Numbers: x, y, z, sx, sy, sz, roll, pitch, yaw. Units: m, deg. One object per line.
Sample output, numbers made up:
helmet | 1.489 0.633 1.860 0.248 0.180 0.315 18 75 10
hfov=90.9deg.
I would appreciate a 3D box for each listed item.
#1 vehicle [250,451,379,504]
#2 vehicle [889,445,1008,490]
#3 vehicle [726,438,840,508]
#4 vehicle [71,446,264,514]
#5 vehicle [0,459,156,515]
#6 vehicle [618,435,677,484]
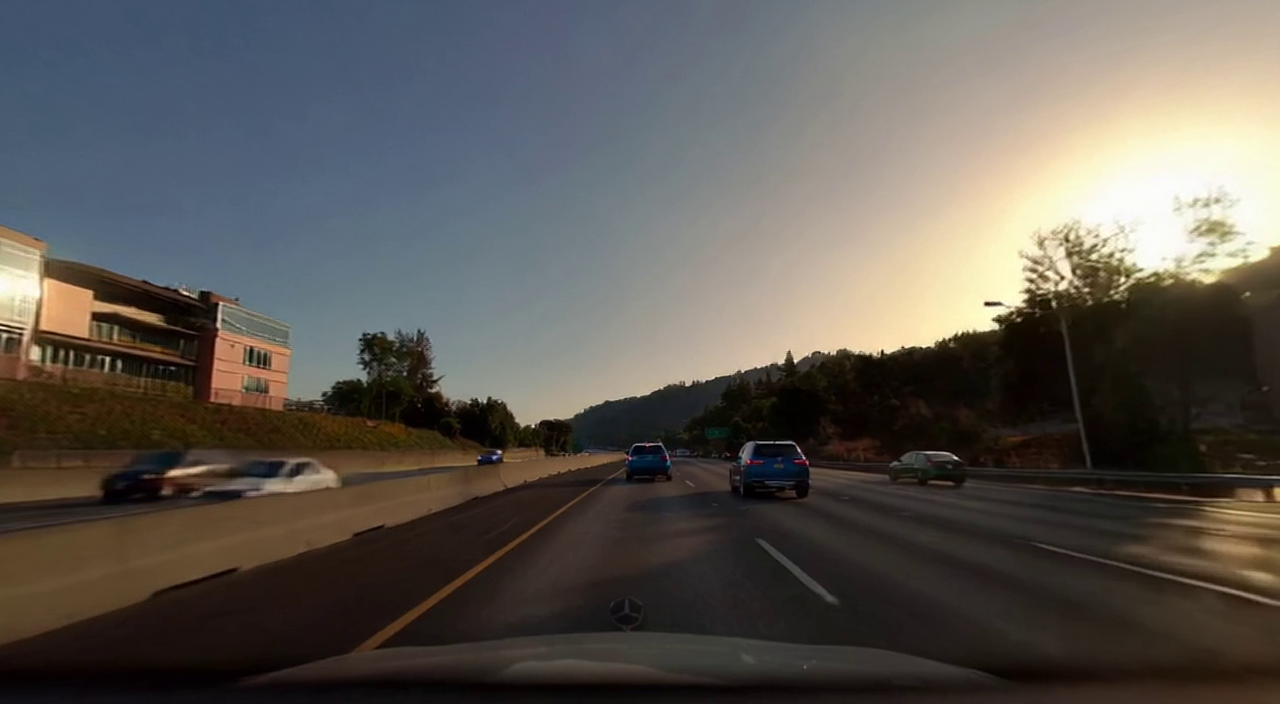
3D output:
vehicle | -10.564 4.057 20.873 1.883 1.529 4.333 0 -8 1
vehicle | 10.989 4.113 22.910 2.027 1.446 4.470 0 -8 0
vehicle | 3.576 3.094 16.624 2.042 1.592 4.047 0 -8 0
vehicle | -14.222 3.814 19.479 2.092 1.805 4.904 0 -8 0
vehicle | -18.030 4.164 19.887 1.918 1.456 4.459 0 -8 1
vehicle | 0.307 4.512 26.733 2.290 1.862 4.454 0 -8 1
